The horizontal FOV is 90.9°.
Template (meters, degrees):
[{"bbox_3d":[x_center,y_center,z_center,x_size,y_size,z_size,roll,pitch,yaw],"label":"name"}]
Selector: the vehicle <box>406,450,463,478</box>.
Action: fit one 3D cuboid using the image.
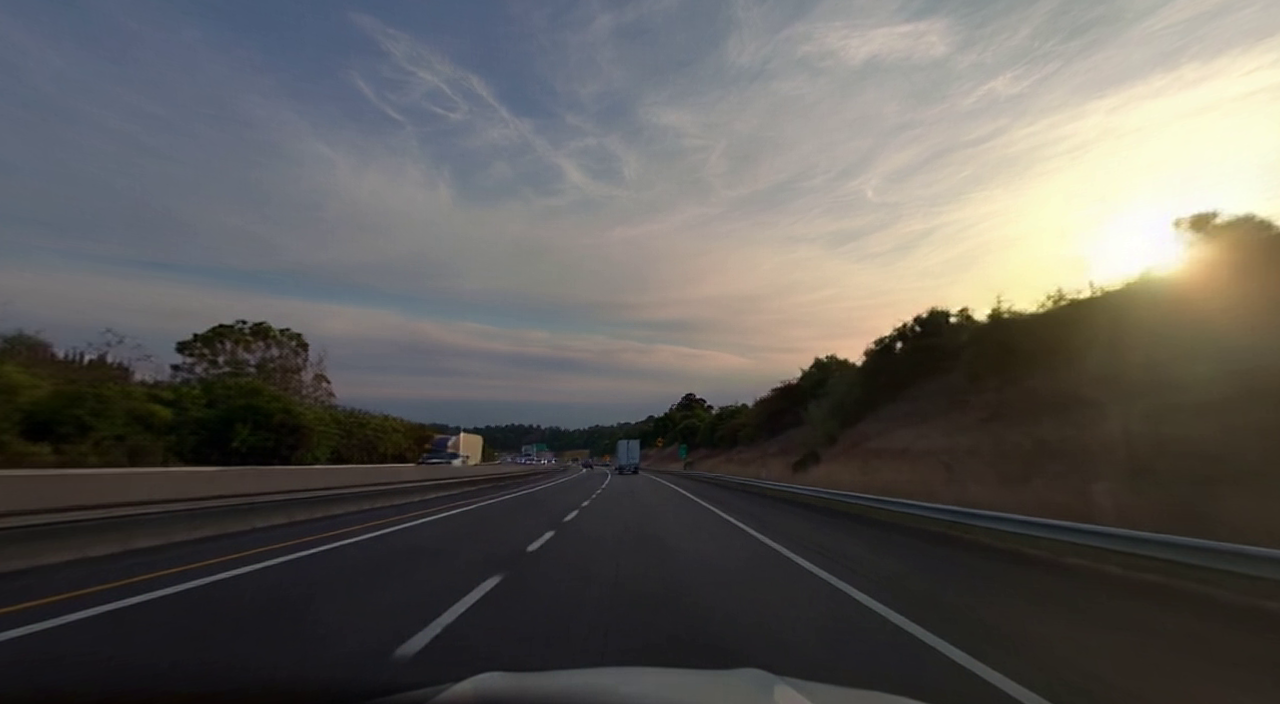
[{"bbox_3d":[-12.831,7.047,39.570,2.138,1.620,4.328,1,-10,-1],"label":"vehicle"}]
